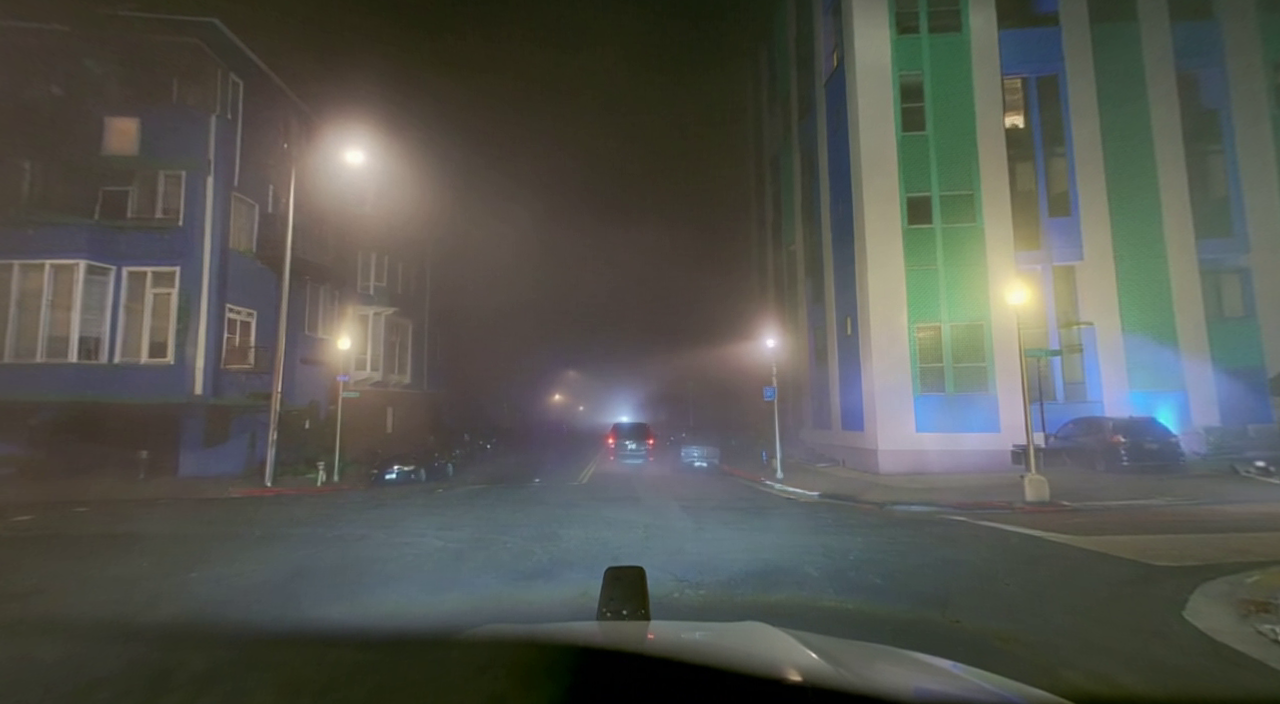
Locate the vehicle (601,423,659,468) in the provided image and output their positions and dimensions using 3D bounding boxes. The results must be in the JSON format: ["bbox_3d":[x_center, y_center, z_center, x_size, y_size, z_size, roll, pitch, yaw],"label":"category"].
[{"bbox_3d":[-0.545,4.254,28.686,2.412,1.834,4.636,0,-9,-3],"label":"vehicle"}]

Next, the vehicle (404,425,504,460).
[{"bbox_3d":[-11.441,5.589,38.872,5.540,1.950,2.113,4,-12,-28],"label":"vehicle"}]

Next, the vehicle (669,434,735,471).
[{"bbox_3d":[2.538,4.289,27.049,2.290,1.456,4.503,0,-8,-1],"label":"vehicle"}]

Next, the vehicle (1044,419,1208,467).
[{"bbox_3d":[15.414,2.914,20.143,3.752,1.453,1.709,0,-9,2],"label":"vehicle"}]
